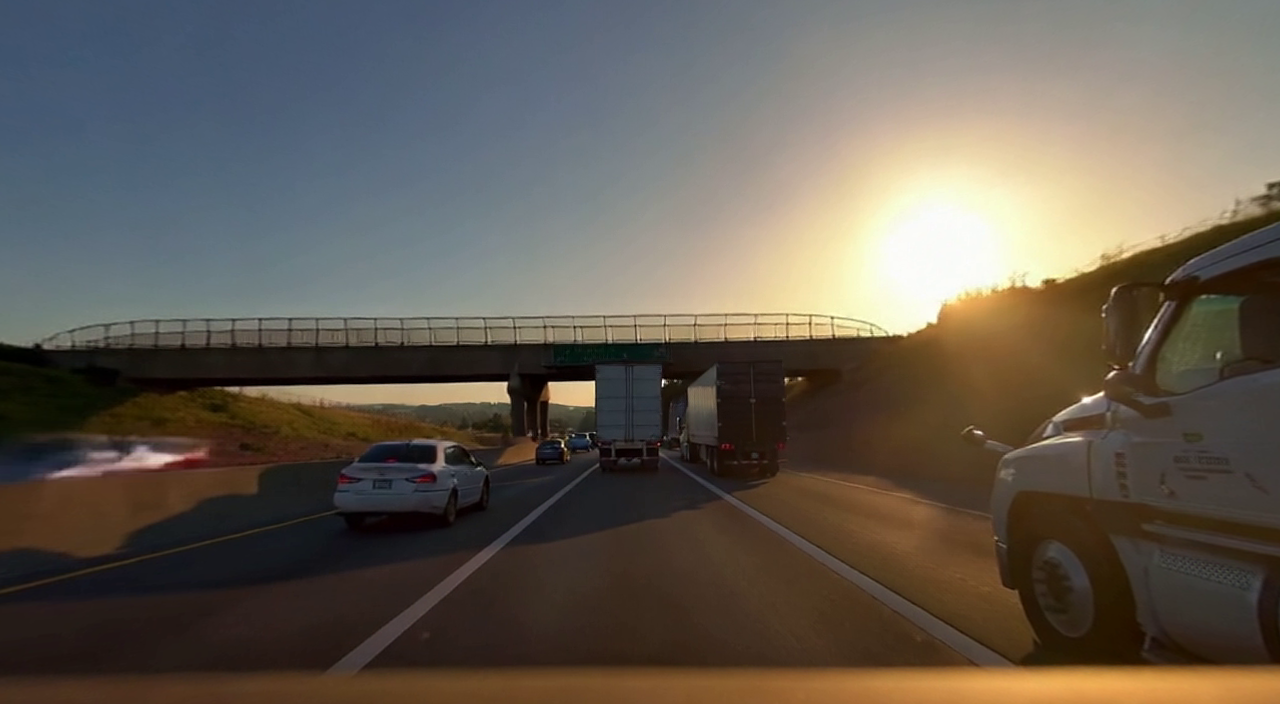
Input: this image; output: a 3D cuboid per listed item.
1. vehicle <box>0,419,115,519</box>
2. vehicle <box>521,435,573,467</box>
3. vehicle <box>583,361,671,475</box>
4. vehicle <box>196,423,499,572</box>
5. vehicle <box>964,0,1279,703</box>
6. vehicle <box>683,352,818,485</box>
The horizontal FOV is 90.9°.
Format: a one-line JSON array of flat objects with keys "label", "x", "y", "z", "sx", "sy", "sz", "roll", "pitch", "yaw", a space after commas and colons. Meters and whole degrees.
[{"label": "vehicle", "x": -11.380, "y": 1.894, "z": 10.173, "sx": 1.925, "sy": 1.607, "sz": 4.500, "roll": 0, "pitch": -8, "yaw": 0}, {"label": "vehicle", "x": -4.458, "y": 4.799, "z": 30.832, "sx": 2.049, "sy": 1.483, "sz": 3.786, "roll": 0, "pitch": -8, "yaw": -1}, {"label": "vehicle", "x": -0.505, "y": 3.051, "z": 27.760, "sx": 3.090, "sy": 4.065, "sz": 10.702, "roll": 0, "pitch": -8, "yaw": -1}, {"label": "vehicle", "x": -3.404, "y": 1.750, "z": 8.582, "sx": 1.894, "sy": 1.460, "sz": 4.662, "roll": 0, "pitch": -8, "yaw": 0}, {"label": "vehicle", "x": 3.937, "y": -0.428, "z": 1.398, "sx": 3.074, "sy": 3.896, "sz": 5.910, "roll": 0, "pitch": -8, "yaw": -1}, {"label": "vehicle", "x": 3.625, "y": 2.696, "z": 24.257, "sx": 2.817, "sy": 3.886, "sz": 11.491, "roll": 0, "pitch": -8, "yaw": -1}]
